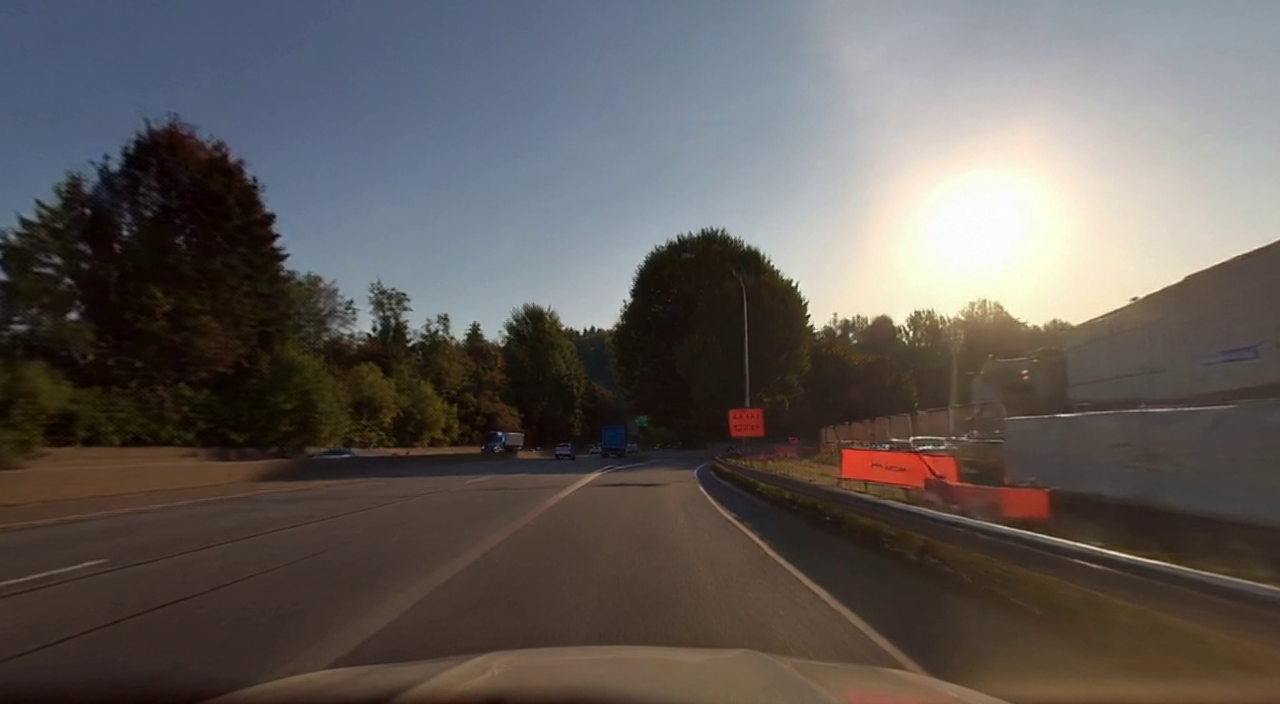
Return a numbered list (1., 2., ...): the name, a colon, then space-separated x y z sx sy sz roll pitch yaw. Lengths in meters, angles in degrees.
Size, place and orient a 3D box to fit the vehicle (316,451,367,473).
1. vehicle: -20.273 7.452 42.983 1.674 1.407 3.588 0 -9 0
